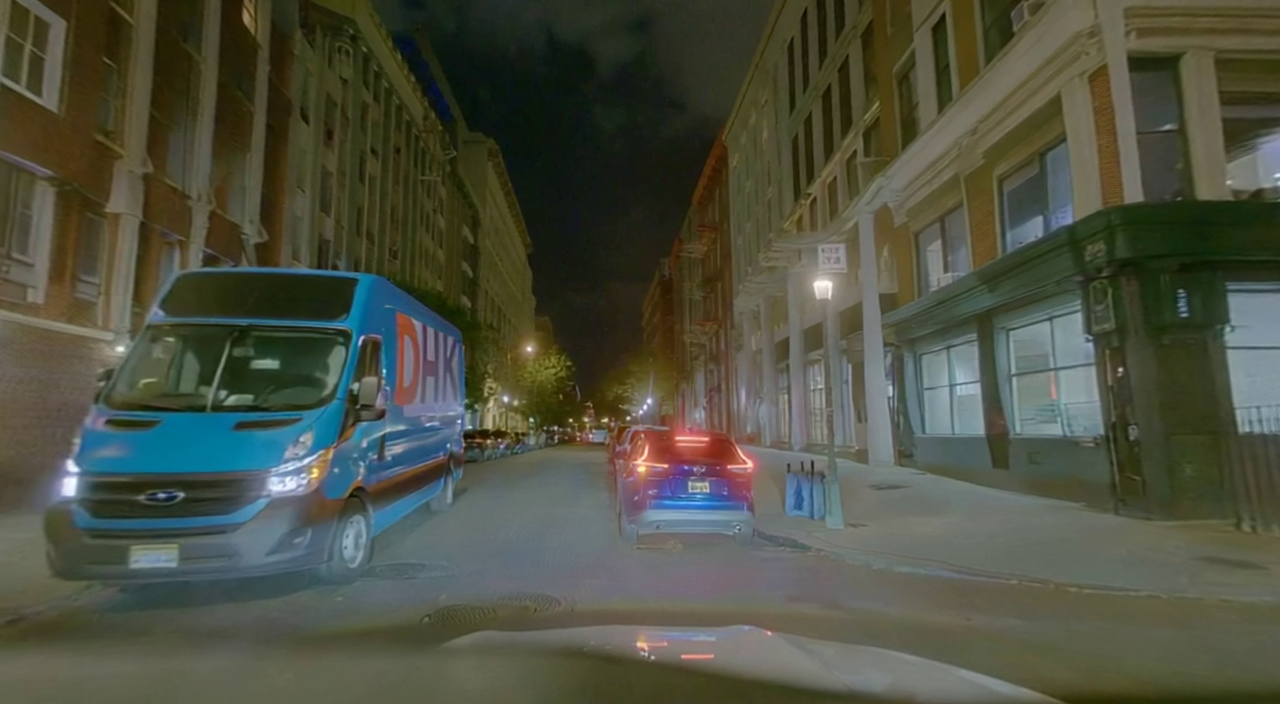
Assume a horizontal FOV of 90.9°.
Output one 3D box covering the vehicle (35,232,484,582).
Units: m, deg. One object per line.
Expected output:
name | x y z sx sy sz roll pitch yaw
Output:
vehicle | -4.106 0.916 9.059 2.558 3.014 7.101 0 -8 -5

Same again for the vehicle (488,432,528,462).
vehicle | -8.159 5.908 39.288 1.809 1.469 4.148 2 -4 -3

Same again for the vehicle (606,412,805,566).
vehicle | 0.529 1.657 8.569 1.925 1.481 4.653 1 -8 -3
